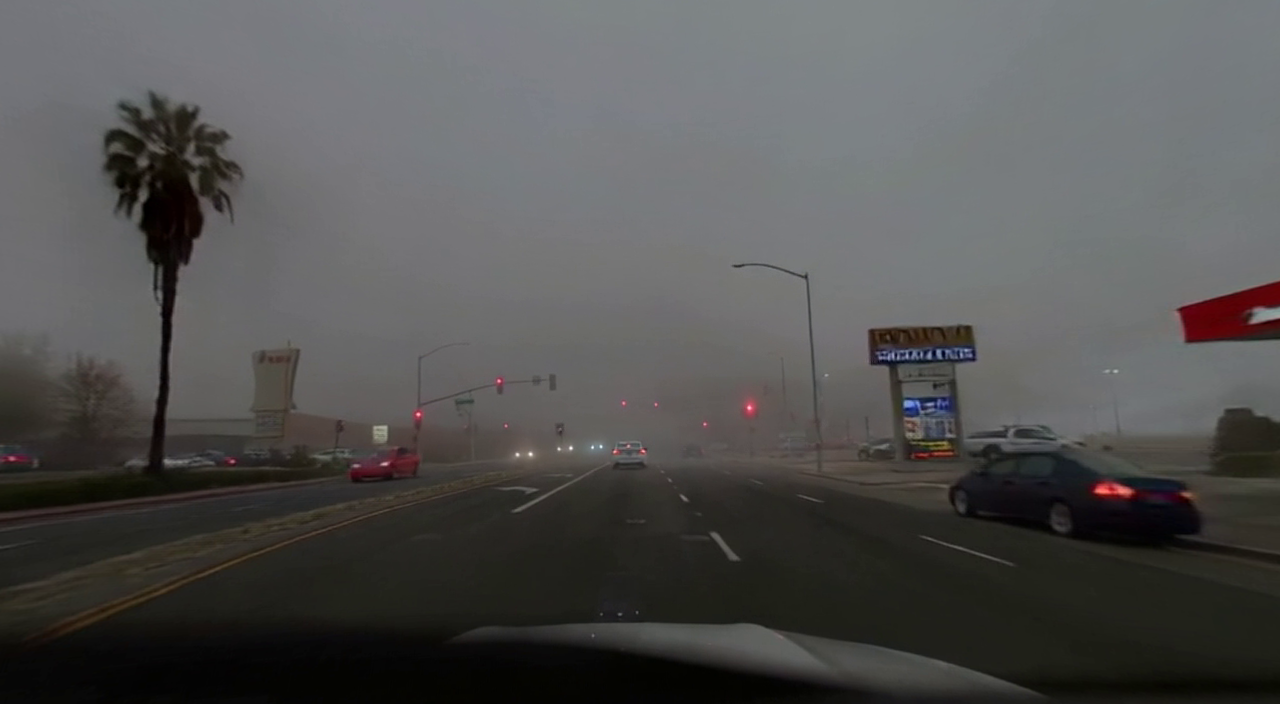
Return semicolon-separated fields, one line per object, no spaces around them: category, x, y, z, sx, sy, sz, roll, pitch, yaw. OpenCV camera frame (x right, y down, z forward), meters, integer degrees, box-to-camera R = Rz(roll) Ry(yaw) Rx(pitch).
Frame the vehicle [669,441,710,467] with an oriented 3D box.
vehicle;2.958;6.186;38.612;2.060;1.471;4.168;0;-8;-1

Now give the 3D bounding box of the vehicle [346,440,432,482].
vehicle;-11.698;5.088;29.902;2.098;1.766;4.787;0;-8;0

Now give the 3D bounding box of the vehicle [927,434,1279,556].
vehicle;6.780;2.112;10.213;1.922;1.461;4.868;0;-8;-1

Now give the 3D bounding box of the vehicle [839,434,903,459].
vehicle;14.694;5.988;40.138;4.580;1.479;1.985;8;-12;-44

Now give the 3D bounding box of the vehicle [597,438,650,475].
vehicle;-0.707;4.625;28.199;2.160;1.508;4.319;0;-8;-1

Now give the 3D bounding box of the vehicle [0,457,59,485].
vehicle;-35.487;6.630;35.250;4.313;1.462;1.821;0;-8;-2
